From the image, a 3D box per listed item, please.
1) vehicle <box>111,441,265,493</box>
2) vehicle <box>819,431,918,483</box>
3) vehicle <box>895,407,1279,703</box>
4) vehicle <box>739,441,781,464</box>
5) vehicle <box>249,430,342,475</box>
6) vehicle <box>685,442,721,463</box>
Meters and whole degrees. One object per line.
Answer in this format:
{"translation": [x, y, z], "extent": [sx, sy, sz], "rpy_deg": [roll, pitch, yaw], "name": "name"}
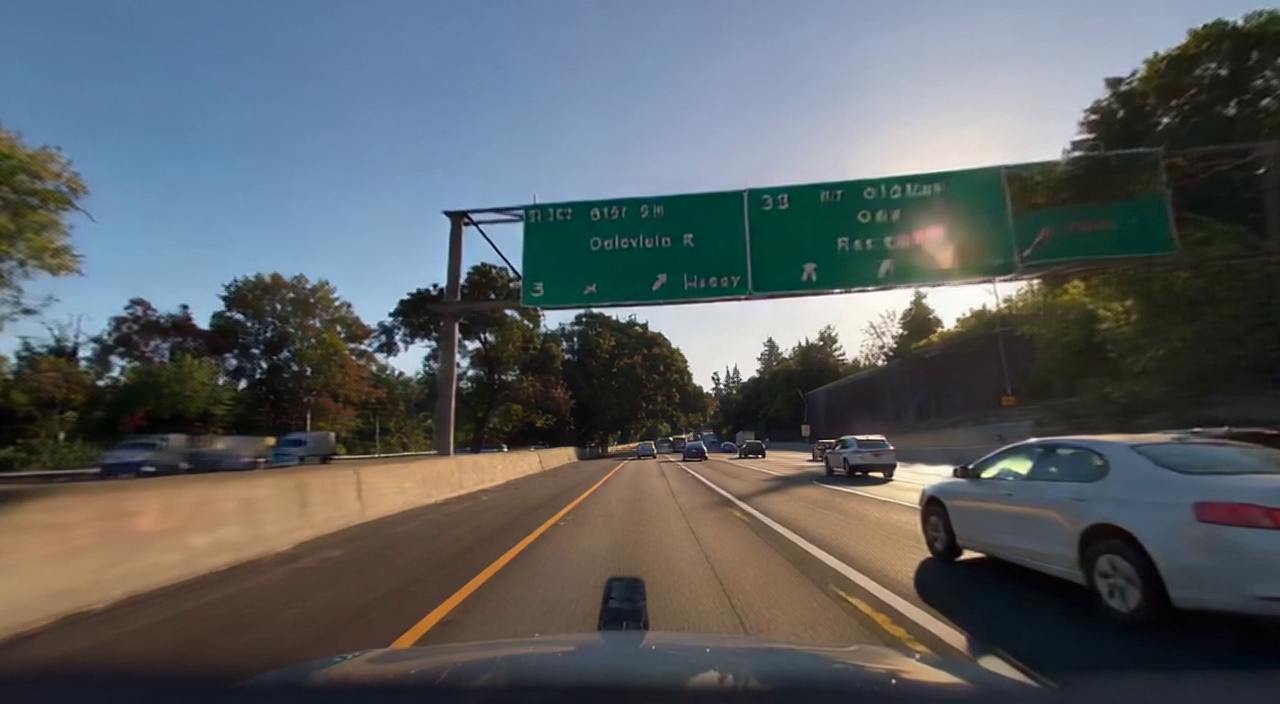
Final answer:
{"translation": [-17.166, 4.365, 24.359], "extent": [2.209, 1.774, 4.989], "rpy_deg": [0, -8, 0], "name": "vehicle"}
{"translation": [8.213, 3.814, 23.106], "extent": [1.986, 1.703, 4.226], "rpy_deg": [0, -8, -1], "name": "vehicle"}
{"translation": [4.203, 1.309, 5.040], "extent": [2.223, 1.483, 5.075], "rpy_deg": [0, -8, 0], "name": "vehicle"}
{"translation": [8.088, 6.821, 42.936], "extent": [1.919, 1.476, 4.303], "rpy_deg": [0, -8, -1], "name": "vehicle"}
{"translation": [-21.330, 6.246, 39.466], "extent": [2.442, 2.577, 5.925], "rpy_deg": [0, -8, 0], "name": "vehicle"}
{"translation": [4.502, 7.263, 45.711], "extent": [2.118, 1.438, 4.312], "rpy_deg": [0, -8, -1], "name": "vehicle"}
